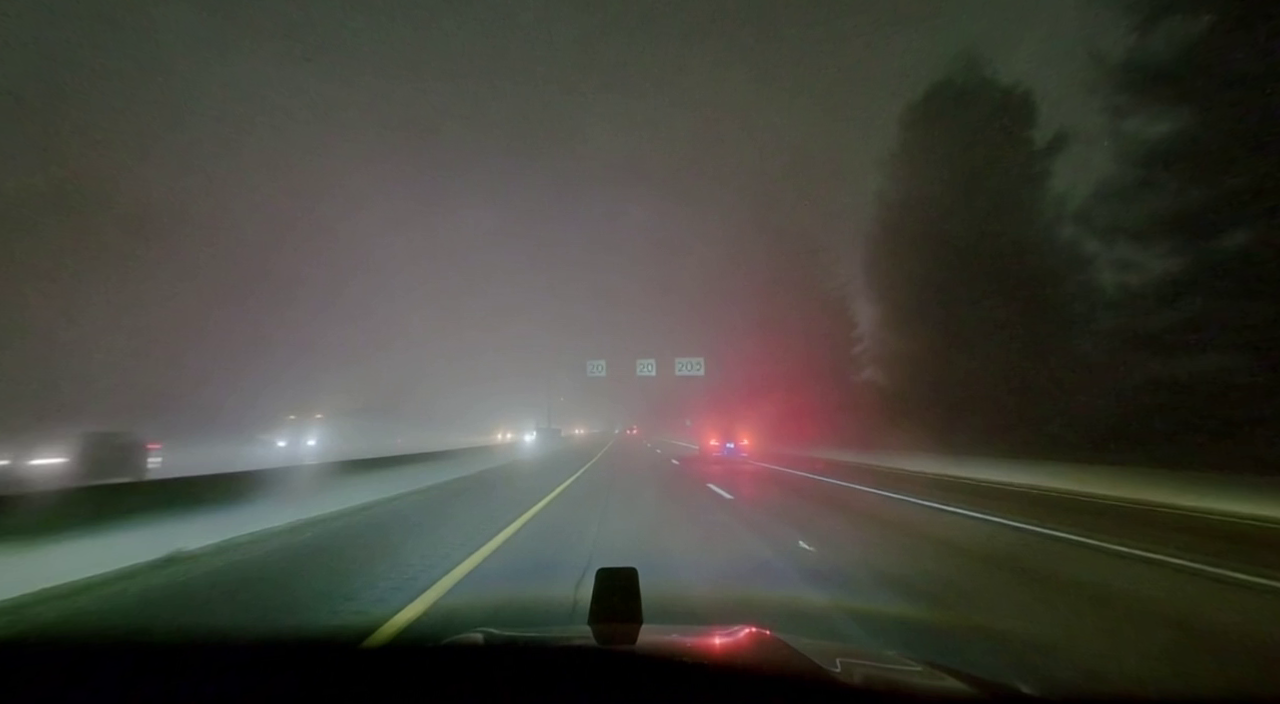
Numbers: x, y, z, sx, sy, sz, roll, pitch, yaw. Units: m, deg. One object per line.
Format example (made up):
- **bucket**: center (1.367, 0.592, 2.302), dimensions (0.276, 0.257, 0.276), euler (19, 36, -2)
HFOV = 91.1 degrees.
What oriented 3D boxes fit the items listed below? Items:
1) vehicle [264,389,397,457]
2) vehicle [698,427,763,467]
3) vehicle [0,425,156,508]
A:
- **vehicle**: center (-20.875, 5.087, 43.861), dimensions (2.853, 4.045, 13.061), euler (0, -8, -1)
- **vehicle**: center (3.751, 4.008, 26.688), dimensions (1.973, 1.563, 3.959), euler (0, -8, -3)
- **vehicle**: center (-12.741, 2.314, 13.122), dimensions (1.903, 1.527, 4.294), euler (0, -8, -1)
